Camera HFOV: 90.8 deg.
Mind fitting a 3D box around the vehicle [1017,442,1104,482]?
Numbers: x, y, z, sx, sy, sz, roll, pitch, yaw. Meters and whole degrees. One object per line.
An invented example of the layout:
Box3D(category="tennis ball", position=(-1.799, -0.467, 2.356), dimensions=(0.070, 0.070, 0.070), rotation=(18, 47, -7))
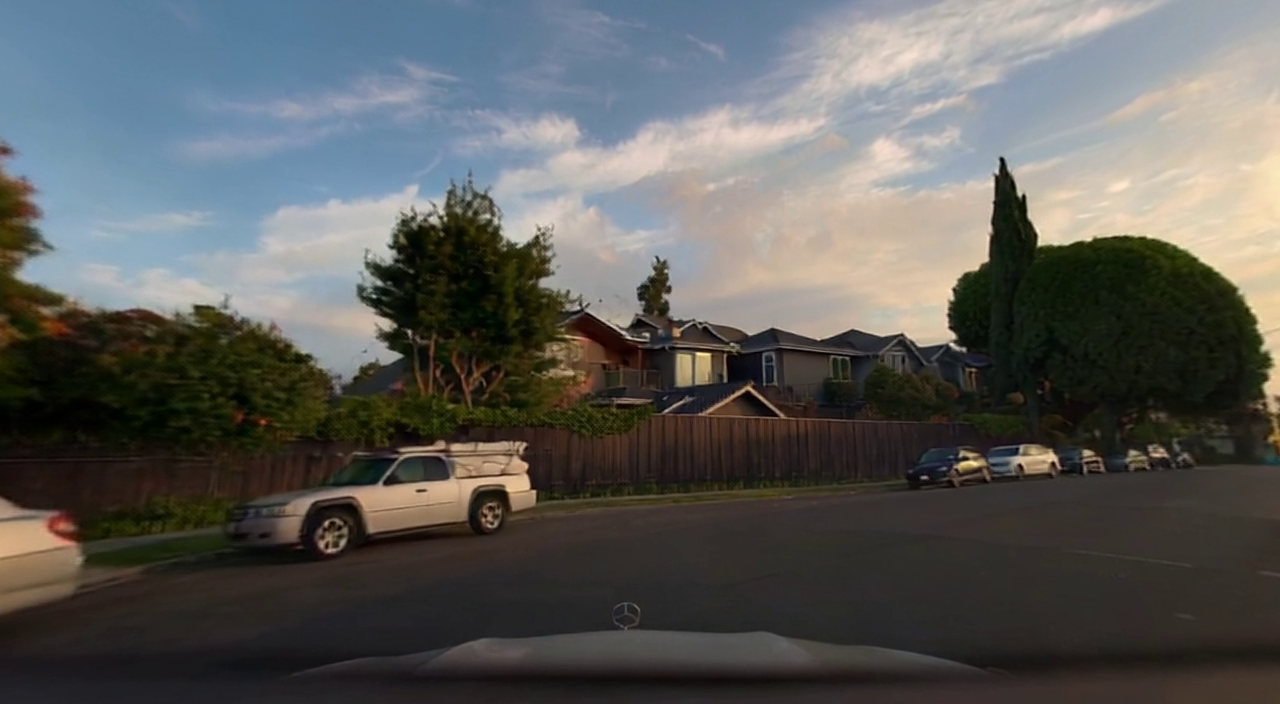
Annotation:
Box3D(category="vehicle", position=(19.273, 4.968, 28.903), dimensions=(4.221, 1.673, 1.918), rotation=(6, -11, -38))

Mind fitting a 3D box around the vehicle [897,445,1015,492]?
Box3D(category="vehicle", position=(11.263, 4.043, 22.379), dimensions=(4.731, 1.478, 1.930), rotation=(7, -11, -40))

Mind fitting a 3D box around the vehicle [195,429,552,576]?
Box3D(category="vehicle", position=(-3.493, 1.955, 9.121), dimensions=(2.082, 1.547, 4.217), rotation=(-6, -10, 34))

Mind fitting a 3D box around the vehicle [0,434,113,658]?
Box3D(category="vehicle", position=(-5.370, 1.081, 2.750), dimensions=(1.943, 1.475, 4.701), rotation=(-4, -10, 3))
